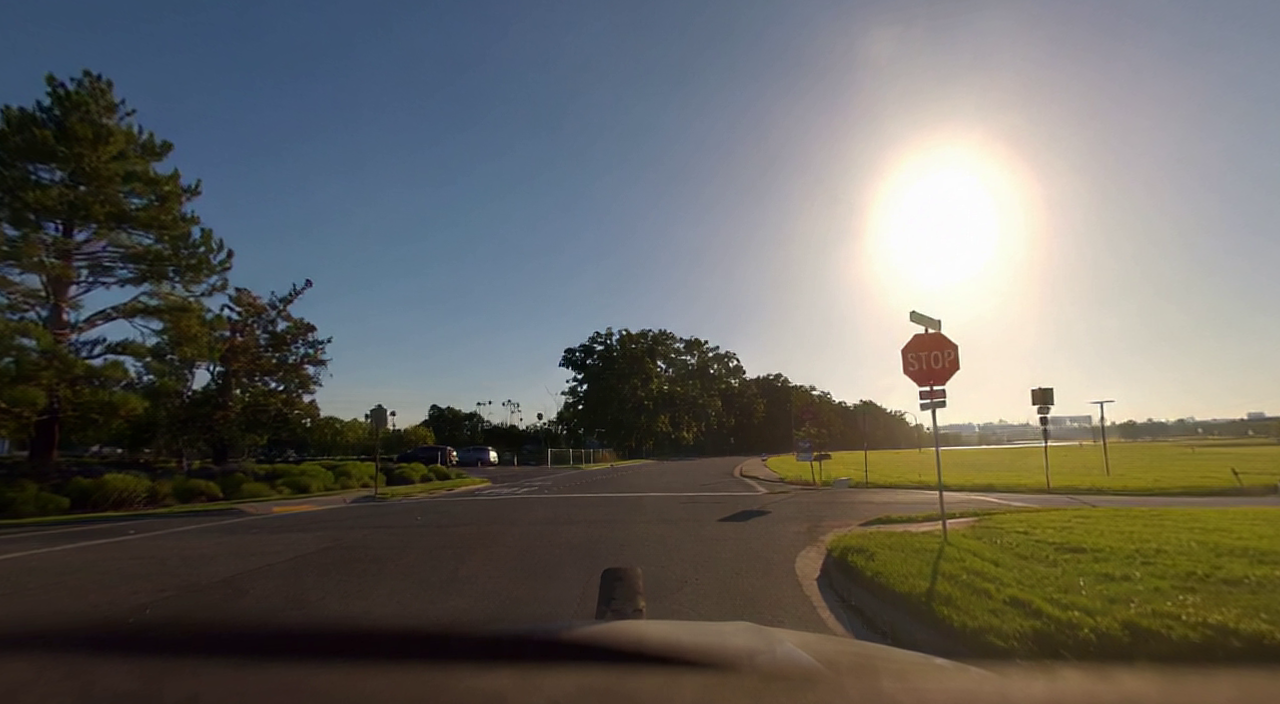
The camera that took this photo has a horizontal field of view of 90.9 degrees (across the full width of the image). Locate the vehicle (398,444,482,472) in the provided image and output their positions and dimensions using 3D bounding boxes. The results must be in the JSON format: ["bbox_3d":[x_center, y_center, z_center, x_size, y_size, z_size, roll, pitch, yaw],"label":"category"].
[{"bbox_3d":[-12.669,6.726,40.070,4.590,1.735,1.973,-1,-8,3],"label":"vehicle"}]
